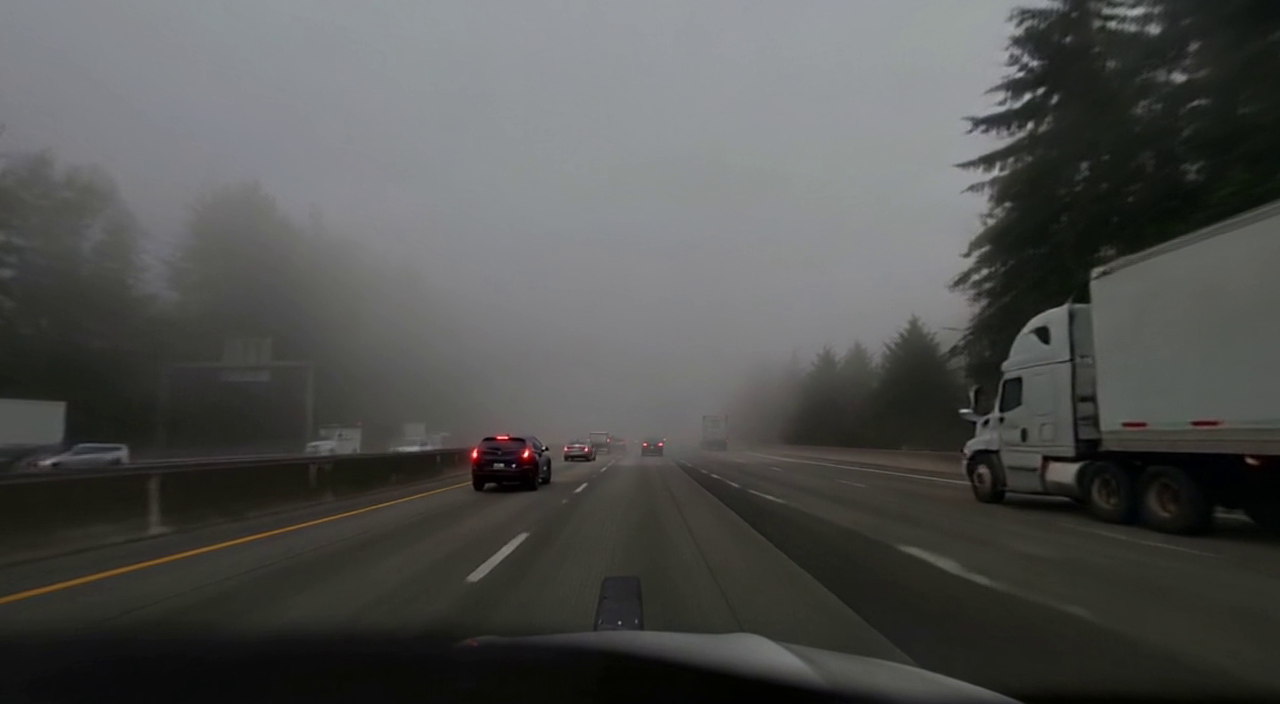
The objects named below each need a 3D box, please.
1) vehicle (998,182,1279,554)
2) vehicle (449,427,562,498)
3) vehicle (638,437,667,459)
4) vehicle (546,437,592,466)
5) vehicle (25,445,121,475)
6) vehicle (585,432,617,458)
[{"bbox_3d":[8.606,-0.085,5.082,2.866,4.100,14.057,0,-8,-2],"label":"vehicle"},{"bbox_3d":[-3.377,2.849,16.761,2.137,1.618,4.209,0,-8,-1],"label":"vehicle"},{"bbox_3d":[0.857,6.879,45.334,2.004,1.465,3.842,0,-8,0],"label":"vehicle"},{"bbox_3d":[-3.785,5.363,34.337,2.013,1.460,4.027,0,-8,1],"label":"vehicle"},{"bbox_3d":[-28.022,5.322,31.287,1.569,1.354,3.425,0,-8,0],"label":"vehicle"},{"bbox_3d":[-2.856,6.930,47.003,2.064,1.826,4.263,0,-8,1],"label":"vehicle"}]
